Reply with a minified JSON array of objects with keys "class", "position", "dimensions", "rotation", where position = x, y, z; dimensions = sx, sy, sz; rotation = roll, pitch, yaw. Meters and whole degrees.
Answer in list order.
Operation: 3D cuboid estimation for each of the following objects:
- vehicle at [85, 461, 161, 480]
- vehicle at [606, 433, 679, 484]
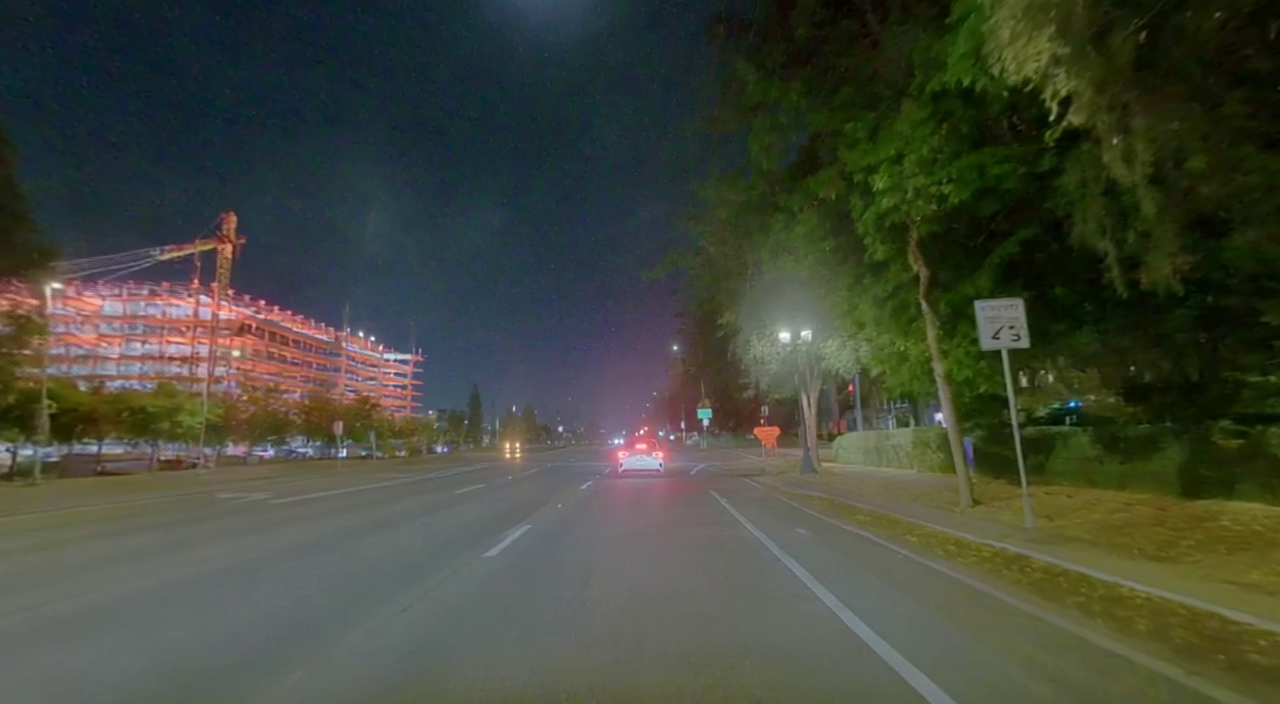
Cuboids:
[{"class":"vehicle","position":[-39.579,9.069,48.298],"dimensions":[4.111,1.412,1.777],"rotation":[0,-8,-3]},{"class":"vehicle","position":[0.092,3.384,20.331],"dimensions":[2.112,1.482,4.076],"rotation":[0,-8,0]}]
